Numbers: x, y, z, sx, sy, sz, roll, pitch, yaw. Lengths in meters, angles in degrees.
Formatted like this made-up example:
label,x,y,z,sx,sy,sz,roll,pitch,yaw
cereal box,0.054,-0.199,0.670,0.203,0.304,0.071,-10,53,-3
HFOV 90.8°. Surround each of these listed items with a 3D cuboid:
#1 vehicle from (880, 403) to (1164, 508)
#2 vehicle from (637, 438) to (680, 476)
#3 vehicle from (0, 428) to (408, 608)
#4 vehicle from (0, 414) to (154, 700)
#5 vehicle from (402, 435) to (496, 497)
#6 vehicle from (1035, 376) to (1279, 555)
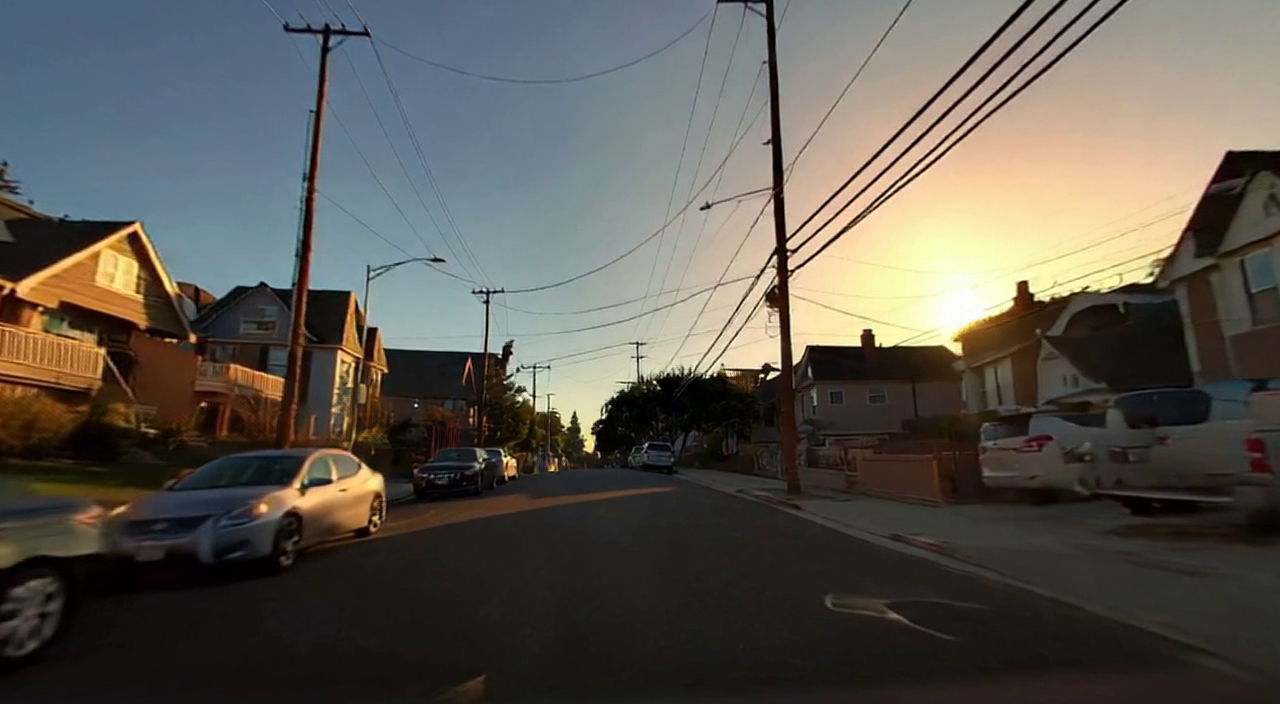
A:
label,x,y,z,sx,sy,sz,roll,pitch,yaw
vehicle,7.548,2.068,12.850,4.316,1.730,2.166,-2,-8,-5
vehicle,1.080,6.536,39.449,2.343,2.229,4.199,1,-9,-3
vehicle,-4.891,1.823,8.278,2.084,1.522,4.925,3,-6,-4
vehicle,-4.356,0.950,2.229,1.975,1.513,4.406,-1,-9,-4
vehicle,-5.849,3.488,19.847,1.967,1.656,3.924,2,-7,-5
vehicle,7.713,1.259,7.747,4.324,1.774,1.994,-3,-9,-5
